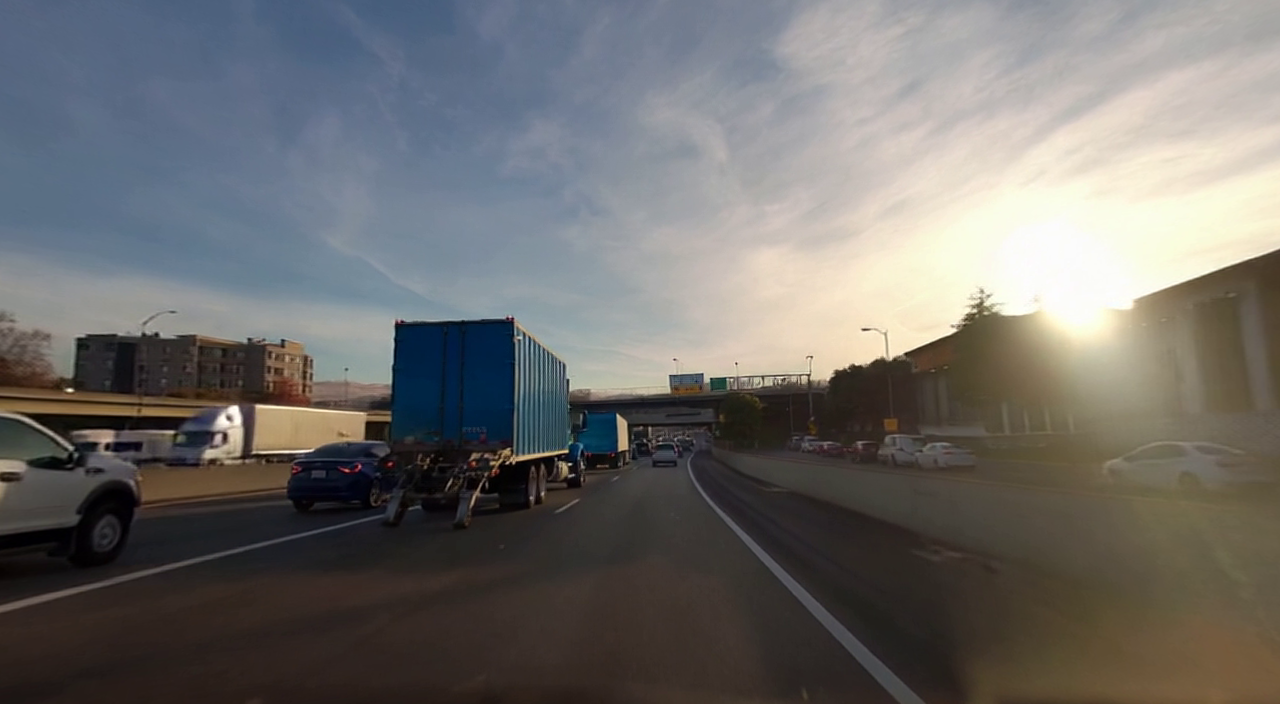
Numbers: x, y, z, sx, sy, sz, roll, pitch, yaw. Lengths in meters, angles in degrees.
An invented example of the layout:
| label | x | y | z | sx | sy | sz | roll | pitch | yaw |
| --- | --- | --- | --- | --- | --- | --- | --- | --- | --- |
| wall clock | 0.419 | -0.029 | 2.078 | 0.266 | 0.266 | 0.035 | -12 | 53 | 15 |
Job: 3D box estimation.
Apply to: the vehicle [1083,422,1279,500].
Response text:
| label | x | y | z | sx | sy | sz | roll | pitch | yaw |
| --- | --- | --- | --- | --- | --- | --- | --- | --- | --- |
| vehicle | 14.017 | 2.694 | 15.935 | 2.237 | 1.656 | 4.676 | 0 | -9 | 1 |

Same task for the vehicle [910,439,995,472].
| label | x | y | z | sx | sy | sz | roll | pitch | yaw |
| --- | --- | --- | --- | --- | --- | --- | --- | --- | --- |
| vehicle | 14.768 | 4.914 | 30.047 | 1.859 | 1.452 | 4.749 | -1 | -9 | 4 |

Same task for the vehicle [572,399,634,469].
| label | x | y | z | sx | sy | sz | roll | pitch | yaw |
| --- | --- | --- | --- | --- | --- | --- | --- | --- | --- |
| vehicle | -2.110 | 5.317 | 40.044 | 3.073 | 3.894 | 9.782 | 0 | -9 | 1 |

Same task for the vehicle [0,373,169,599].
| label | x | y | z | sx | sy | sz | roll | pitch | yaw |
| --- | --- | --- | --- | --- | --- | --- | --- | --- | --- |
| vehicle | -6.786 | 1.081 | 4.869 | 2.323 | 1.959 | 5.038 | 0 | -9 | 0 |

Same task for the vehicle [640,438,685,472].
| label | x | y | z | sx | sy | sz | roll | pitch | yaw |
| --- | --- | --- | --- | --- | --- | --- | --- | --- | --- |
| vehicle | 1.185 | 5.274 | 32.389 | 2.178 | 1.640 | 4.071 | -1 | -9 | 3 |

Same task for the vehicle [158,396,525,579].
| label | x | y | z | sx | sy | sz | roll | pitch | yaw |
| --- | --- | --- | --- | --- | --- | --- | --- | --- | --- |
| vehicle | -3.312 | 1.622 | 8.074 | 2.896 | 1.779 | 3.441 | -1 | -9 | 3 |

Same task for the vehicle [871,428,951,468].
| label | x | y | z | sx | sy | sz | roll | pitch | yaw |
| --- | --- | --- | --- | --- | --- | --- | --- | --- | --- |
| vehicle | 15.198 | 5.437 | 35.765 | 2.241 | 2.052 | 5.864 | -1 | -9 | 4 |
